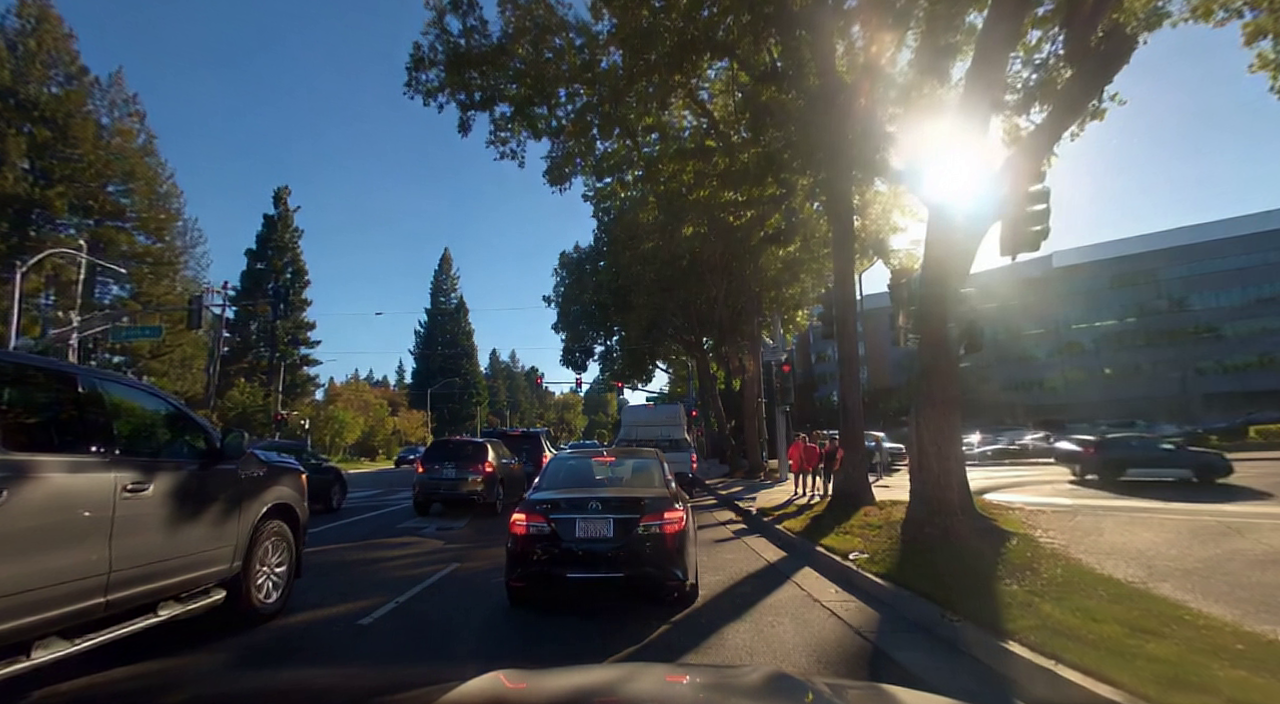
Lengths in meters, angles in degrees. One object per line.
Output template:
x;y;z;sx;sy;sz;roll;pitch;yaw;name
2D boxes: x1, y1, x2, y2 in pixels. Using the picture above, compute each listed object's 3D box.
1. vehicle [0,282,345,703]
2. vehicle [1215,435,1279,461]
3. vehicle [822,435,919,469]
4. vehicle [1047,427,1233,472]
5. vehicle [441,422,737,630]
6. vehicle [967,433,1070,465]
-3.690;0.749;2.832;2.202;1.961;4.980;0;-9;1;vehicle
36.302;5.514;36.141;4.643;1.464;1.840;-1;-9;3;vehicle
12.219;5.336;33.628;4.394;1.724;1.886;0;-9;1;vehicle
19.218;3.786;24.483;5.192;1.620;2.072;-1;-9;7;vehicle
-0.361;1.608;6.878;2.144;1.497;4.446;0;-9;0;vehicle
21.959;5.647;36.721;4.529;1.786;2.110;0;-9;2;vehicle
